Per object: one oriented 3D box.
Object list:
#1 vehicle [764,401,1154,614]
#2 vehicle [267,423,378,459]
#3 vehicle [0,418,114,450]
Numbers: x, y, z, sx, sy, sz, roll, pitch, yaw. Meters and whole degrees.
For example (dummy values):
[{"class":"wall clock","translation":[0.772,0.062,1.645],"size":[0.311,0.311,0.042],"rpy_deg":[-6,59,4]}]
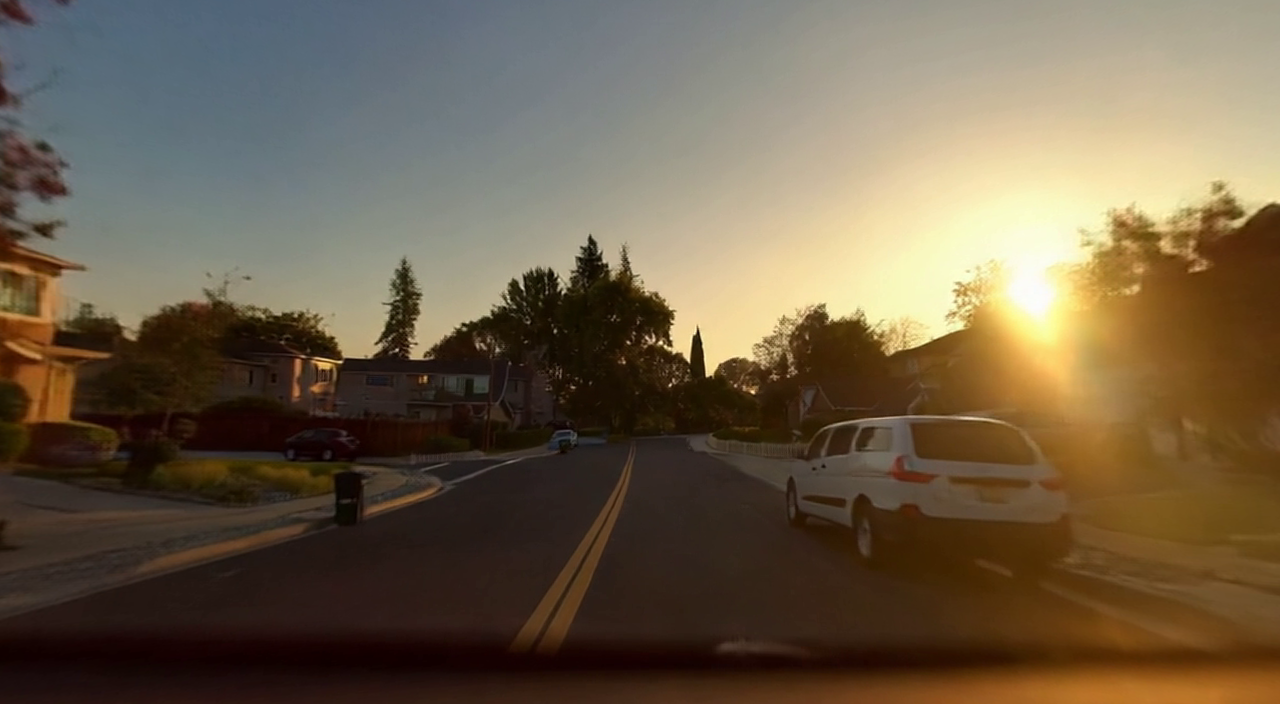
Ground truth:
[{"class":"vehicle","translation":[3.096,1.629,7.853],"size":[2.074,1.646,5.457],"rpy_deg":[1,-8,1]},{"class":"vehicle","translation":[-16.818,4.777,33.683],"size":[4.722,1.730,2.109],"rpy_deg":[0,-11,3]},{"class":"vehicle","translation":[-31.382,4.434,33.915],"size":[4.562,1.613,1.979],"rpy_deg":[0,-10,3]}]
